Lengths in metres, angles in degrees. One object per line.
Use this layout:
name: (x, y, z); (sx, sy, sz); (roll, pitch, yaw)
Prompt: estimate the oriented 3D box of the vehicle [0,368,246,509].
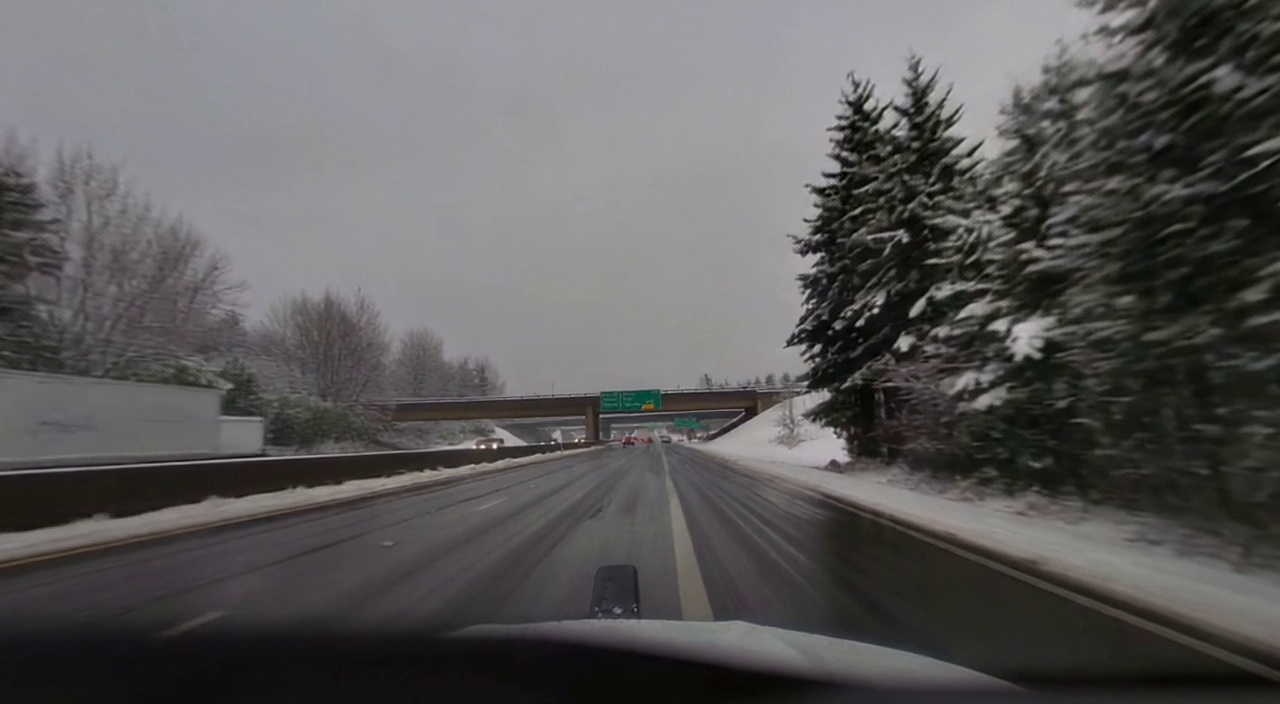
vehicle: (-16.757, 2.543, 18.416); (3.161, 3.320, 10.997); (0, -8, 1)
